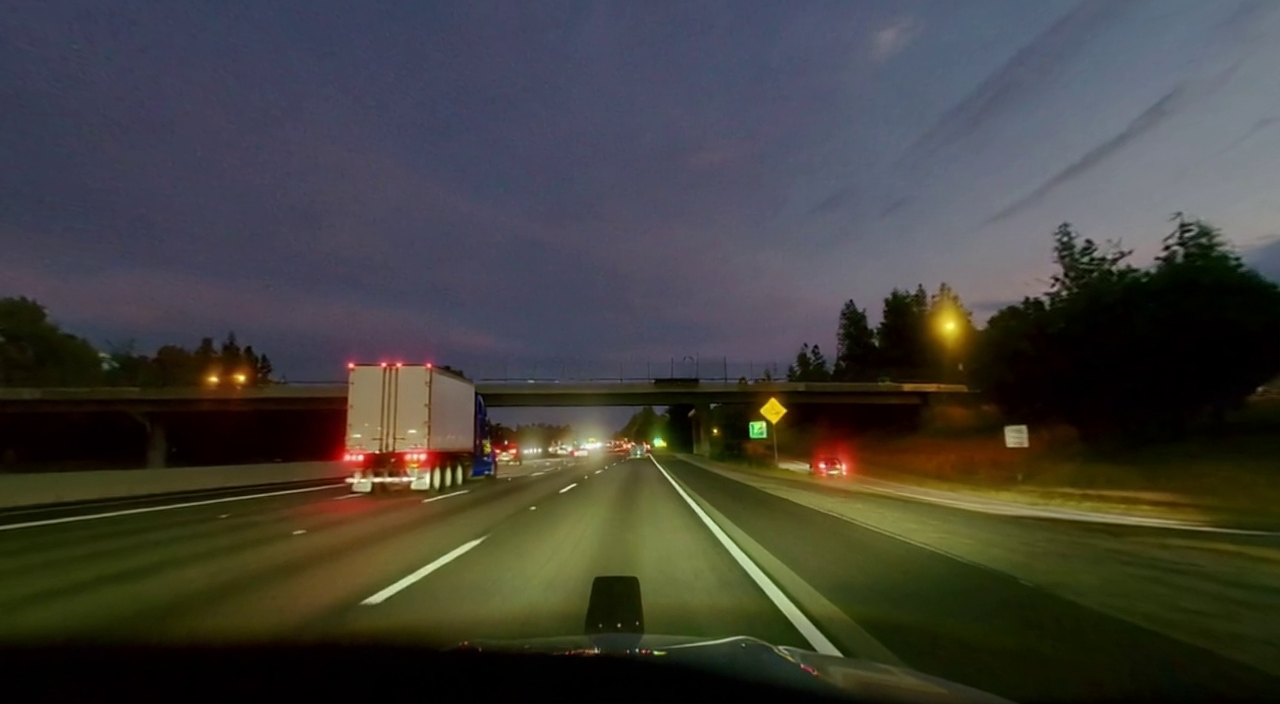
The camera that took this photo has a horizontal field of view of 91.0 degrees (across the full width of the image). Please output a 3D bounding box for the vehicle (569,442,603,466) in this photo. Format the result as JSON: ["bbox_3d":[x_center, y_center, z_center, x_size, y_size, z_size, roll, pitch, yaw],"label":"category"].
[{"bbox_3d":[-4.016,7.699,47.571,2.094,1.695,4.260,0,-9,1],"label":"vehicle"}]

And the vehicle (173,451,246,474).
[{"bbox_3d":[-32.265,8.261,47.413,1.979,1.628,4.951,0,-9,0],"label":"vehicle"}]

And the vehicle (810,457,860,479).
[{"bbox_3d":[14.338,8.537,46.572,1.993,1.466,4.310,1,-9,-6],"label":"vehicle"}]

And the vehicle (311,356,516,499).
[{"bbox_3d":[-7.143,2.808,22.267,3.303,3.868,10.298,0,-9,1],"label":"vehicle"}]
